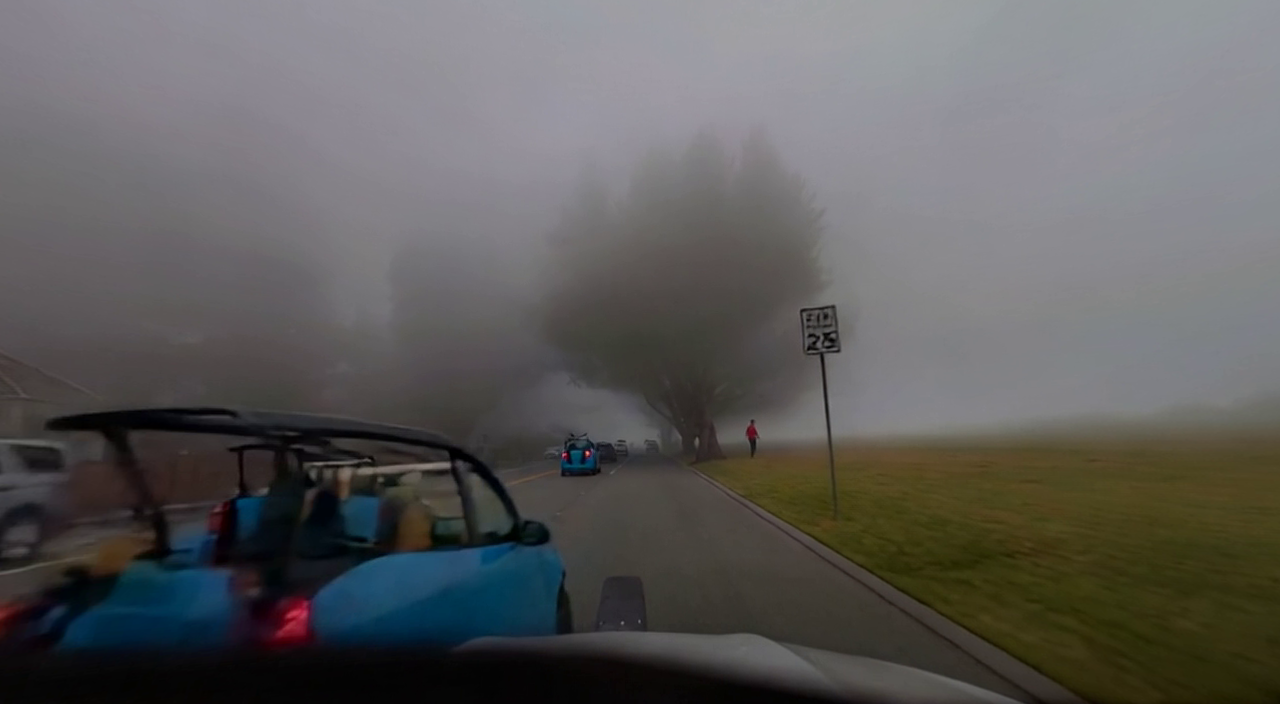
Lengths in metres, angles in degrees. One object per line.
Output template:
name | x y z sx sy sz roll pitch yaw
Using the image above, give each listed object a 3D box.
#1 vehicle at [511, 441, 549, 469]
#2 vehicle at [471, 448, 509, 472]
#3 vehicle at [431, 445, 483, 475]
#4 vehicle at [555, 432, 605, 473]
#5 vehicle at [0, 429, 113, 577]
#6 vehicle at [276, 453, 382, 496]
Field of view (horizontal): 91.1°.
vehicle | -8.543 8.036 49.168 2.019 1.907 4.697 -4 -8 1
vehicle | -11.662 8.401 49.067 1.910 1.462 4.581 -4 -7 -1
vehicle | -11.699 6.944 40.577 1.904 1.728 4.997 1 -8 -1
vehicle | -2.832 4.859 30.554 1.908 1.809 4.230 -1 -8 1
vehicle | -8.888 1.724 6.603 2.060 1.785 5.303 -2 -8 1
vehicle | -12.181 4.800 24.995 1.887 1.469 4.691 -1 -9 -1
